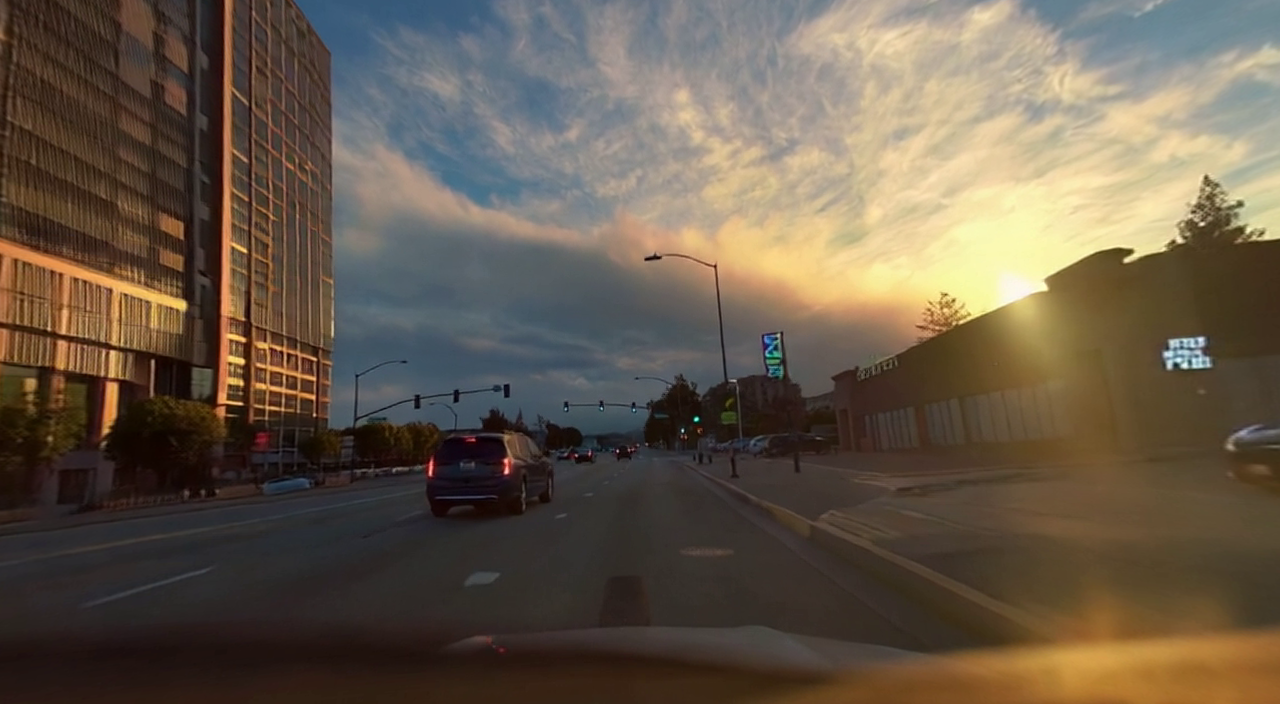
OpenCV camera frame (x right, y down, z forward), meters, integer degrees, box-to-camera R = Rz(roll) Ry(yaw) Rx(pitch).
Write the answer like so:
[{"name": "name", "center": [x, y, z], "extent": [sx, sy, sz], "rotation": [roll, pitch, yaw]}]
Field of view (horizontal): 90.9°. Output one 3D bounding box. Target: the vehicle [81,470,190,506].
[{"name": "vehicle", "center": [-27.621, 7.420, 34.675], "extent": [4.398, 1.737, 1.950], "rotation": [8, -10, -36]}]

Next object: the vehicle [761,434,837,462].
[{"name": "vehicle", "center": [10.189, 6.210, 40.581], "extent": [4.361, 1.550, 2.087], "rotation": [1, -13, 2]}]

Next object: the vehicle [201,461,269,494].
[{"name": "vehicle", "center": [-28.300, 8.765, 44.055], "extent": [3.755, 1.646, 1.961], "rotation": [-2, -10, -37]}]

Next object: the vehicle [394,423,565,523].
[{"name": "vehicle", "center": [-3.150, 2.537, 13.723], "extent": [2.277, 1.743, 4.893], "rotation": [-1, -9, 2]}]
